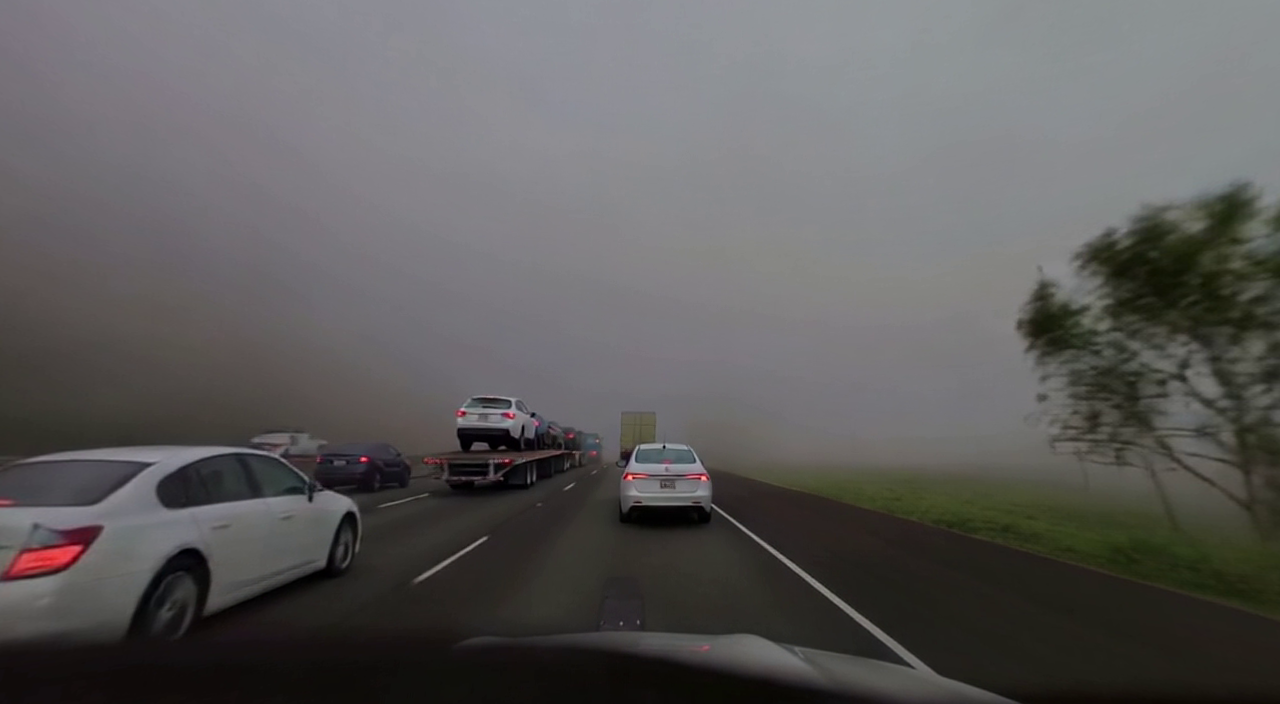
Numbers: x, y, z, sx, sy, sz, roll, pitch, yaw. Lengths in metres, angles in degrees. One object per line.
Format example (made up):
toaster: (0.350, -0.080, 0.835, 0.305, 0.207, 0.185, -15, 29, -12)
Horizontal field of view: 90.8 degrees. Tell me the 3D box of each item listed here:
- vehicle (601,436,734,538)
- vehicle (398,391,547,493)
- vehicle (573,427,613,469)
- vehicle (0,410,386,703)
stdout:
vehicle: (0.391, 2.286, 11.212, 1.991, 1.507, 3.391, 0, -9, 0)
vehicle: (-2.937, 1.726, 12.060, 2.031, 1.594, 4.103, 1, -9, -5)
vehicle: (-3.251, 6.870, 44.997, 2.289, 2.710, 6.726, 0, -9, 0)
vehicle: (-3.663, 1.229, 4.210, 1.947, 1.470, 4.526, 0, -9, 2)
